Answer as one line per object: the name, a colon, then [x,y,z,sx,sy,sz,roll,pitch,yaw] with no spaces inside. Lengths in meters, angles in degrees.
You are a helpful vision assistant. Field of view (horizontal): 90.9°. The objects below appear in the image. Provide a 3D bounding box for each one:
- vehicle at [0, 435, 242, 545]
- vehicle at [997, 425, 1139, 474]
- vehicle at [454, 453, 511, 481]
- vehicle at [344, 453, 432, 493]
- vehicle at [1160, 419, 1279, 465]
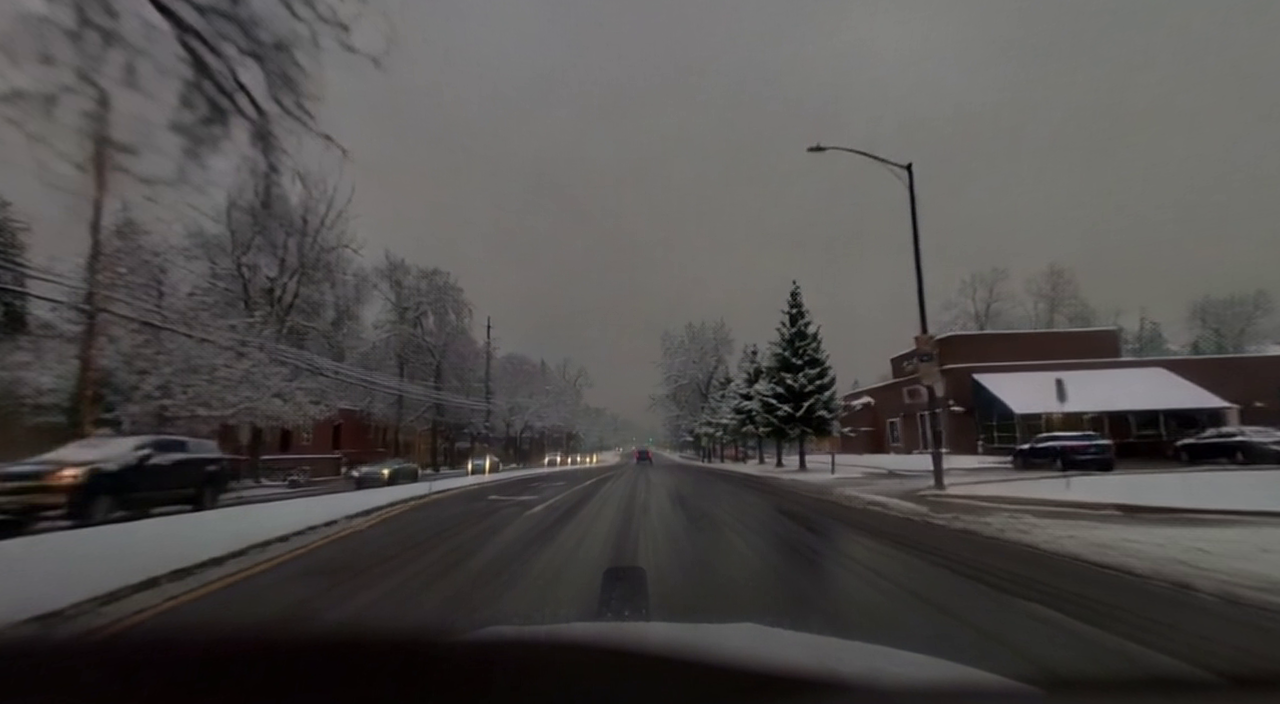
vehicle: [-10.737,2.666,12.923,2.000,1.817,4.624,0,-8,1]
vehicle: [17.107,3.975,25.599,2.021,1.753,4.941,-1,-9,-3]
vehicle: [-9.648,7.077,39.072,2.084,1.517,5.096,-1,-8,2]
vehicle: [-10.787,5.190,27.328,1.873,1.516,4.339,-1,-8,2]
vehicle: [24.457,3.767,26.017,1.996,1.723,4.576,0,-10,-1]
